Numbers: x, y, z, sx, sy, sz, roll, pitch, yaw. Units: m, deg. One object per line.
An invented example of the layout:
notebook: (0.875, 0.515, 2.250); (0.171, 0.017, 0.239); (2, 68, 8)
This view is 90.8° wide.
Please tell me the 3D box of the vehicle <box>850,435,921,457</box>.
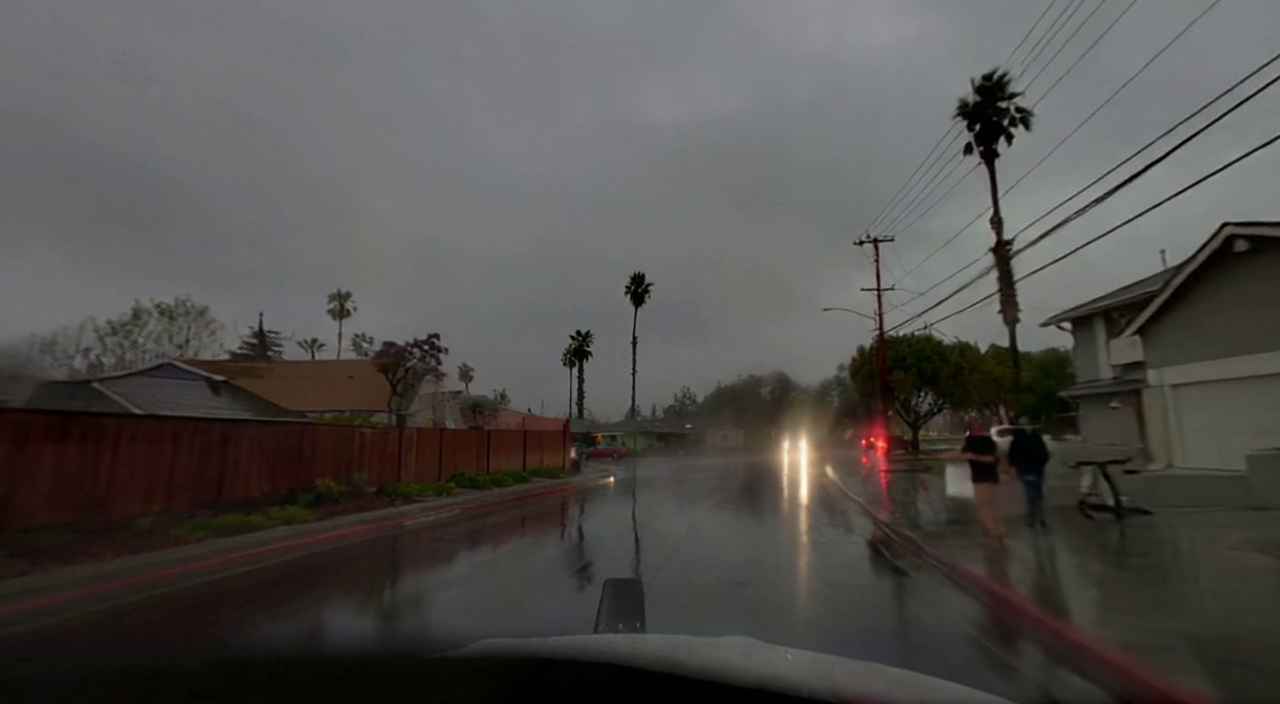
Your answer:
vehicle: (17.247, 6.622, 44.381); (4.531, 1.447, 1.814); (-4, -10, 24)
